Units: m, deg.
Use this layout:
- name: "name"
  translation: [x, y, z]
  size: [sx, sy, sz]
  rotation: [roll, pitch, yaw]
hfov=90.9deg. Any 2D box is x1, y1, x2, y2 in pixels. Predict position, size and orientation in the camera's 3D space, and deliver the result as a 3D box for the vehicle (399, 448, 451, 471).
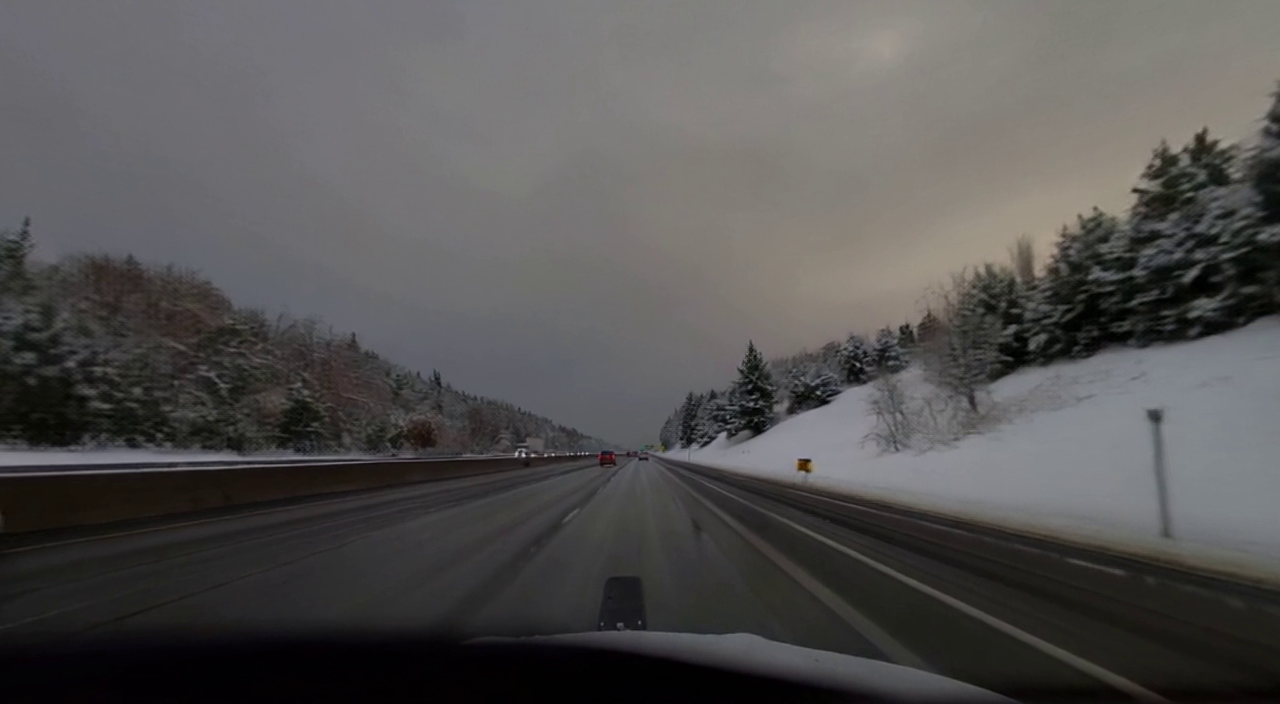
- name: "vehicle"
  translation: [-14.386, 7.212, 42.431]
  size: [1.856, 1.465, 4.534]
  rotation: [0, -9, 0]
